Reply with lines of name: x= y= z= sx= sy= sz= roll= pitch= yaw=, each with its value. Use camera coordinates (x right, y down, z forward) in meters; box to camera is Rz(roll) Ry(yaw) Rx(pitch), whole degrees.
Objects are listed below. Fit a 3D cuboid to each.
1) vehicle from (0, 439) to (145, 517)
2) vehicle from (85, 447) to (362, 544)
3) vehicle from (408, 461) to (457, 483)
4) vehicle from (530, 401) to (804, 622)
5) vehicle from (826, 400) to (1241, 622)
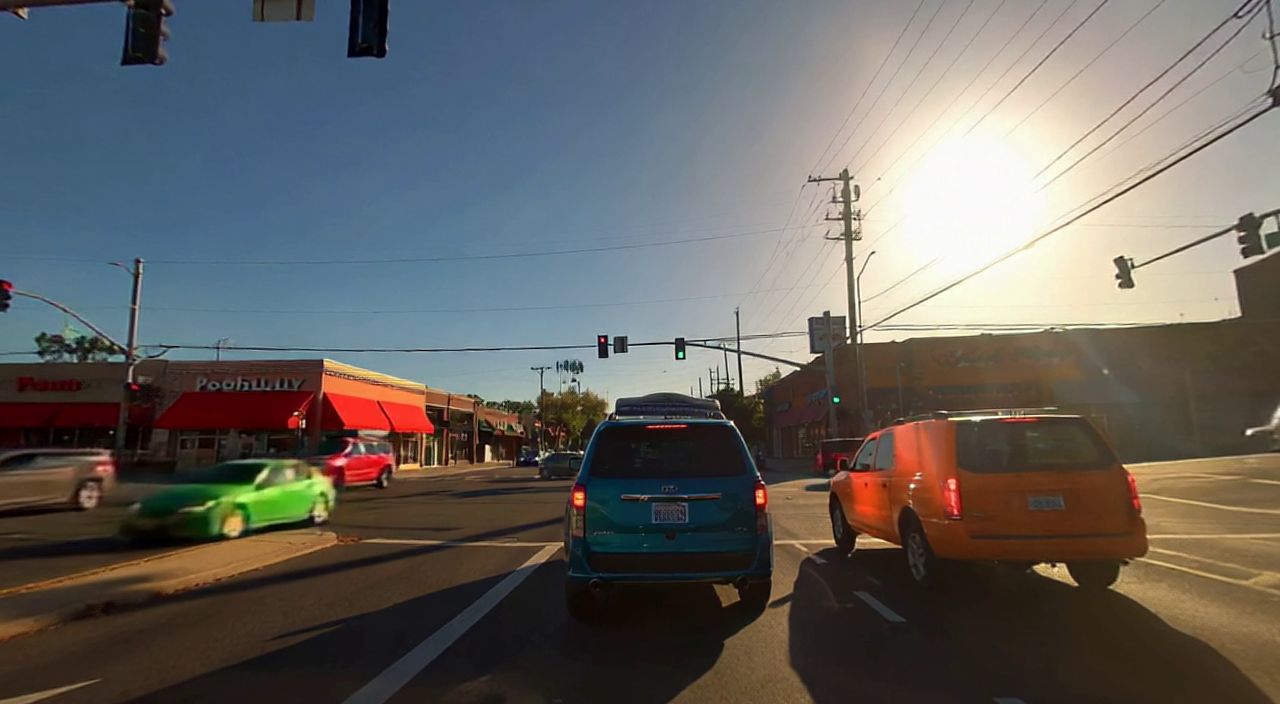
vehicle: x=-14.719 y=2.921 z=14.936 sx=1.943 sy=1.680 sz=4.709 roll=-1 pitch=-8 yaw=3
vehicle: x=-7.600 y=2.614 z=12.284 sx=2.017 sy=1.468 sz=4.663 roll=-1 pitch=-8 yaw=3
vehicle: x=-15.490 y=8.964 z=47.271 sx=1.875 sy=1.475 sz=4.449 roll=-1 pitch=-8 yaw=5
vehicle: x=0.259 y=1.507 z=6.830 sx=2.098 sy=1.682 sz=3.778 roll=0 pitch=-8 yaw=2
vehicle: x=3.613 y=1.519 z=6.964 sx=1.976 sy=1.664 sz=4.189 roll=-1 pitch=-8 yaw=2
